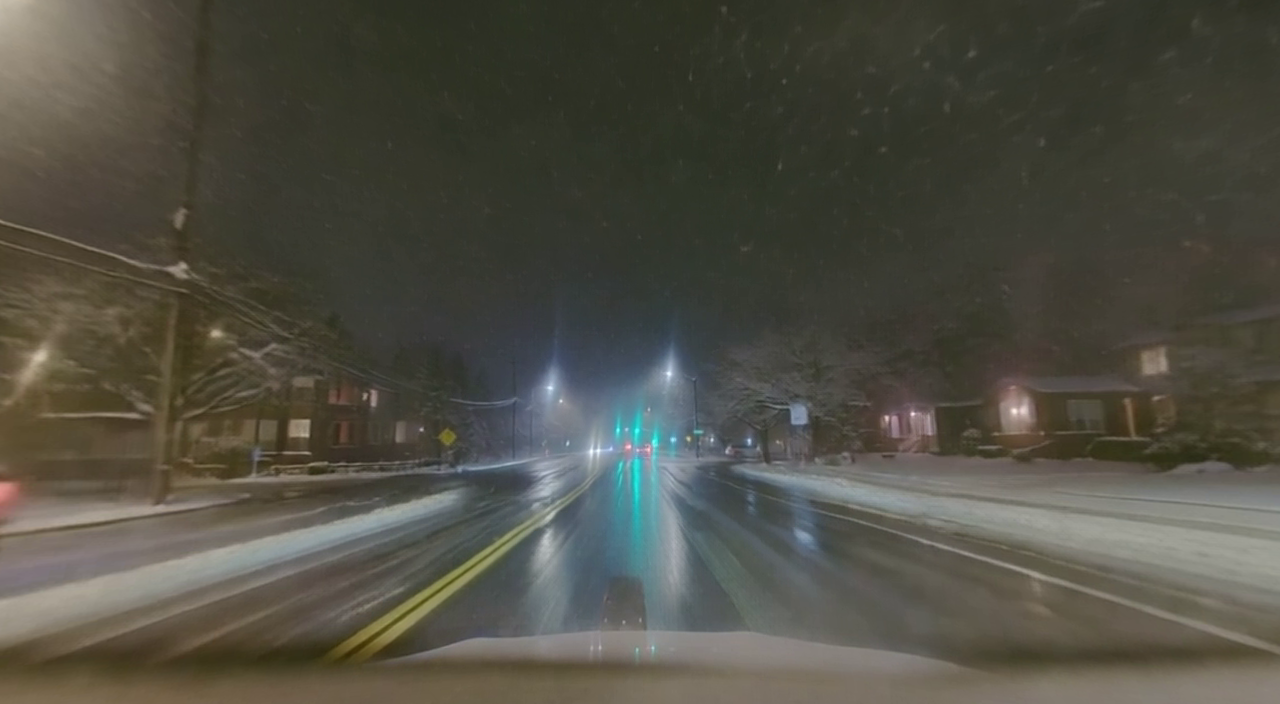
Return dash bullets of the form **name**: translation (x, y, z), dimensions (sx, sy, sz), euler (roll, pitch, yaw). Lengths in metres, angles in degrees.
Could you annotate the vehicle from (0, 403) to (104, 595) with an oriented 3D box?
- **vehicle**: translation (-7.523, 1.260, 4.529), dimensions (2.325, 1.877, 5.690), euler (-3, -9, 0)
